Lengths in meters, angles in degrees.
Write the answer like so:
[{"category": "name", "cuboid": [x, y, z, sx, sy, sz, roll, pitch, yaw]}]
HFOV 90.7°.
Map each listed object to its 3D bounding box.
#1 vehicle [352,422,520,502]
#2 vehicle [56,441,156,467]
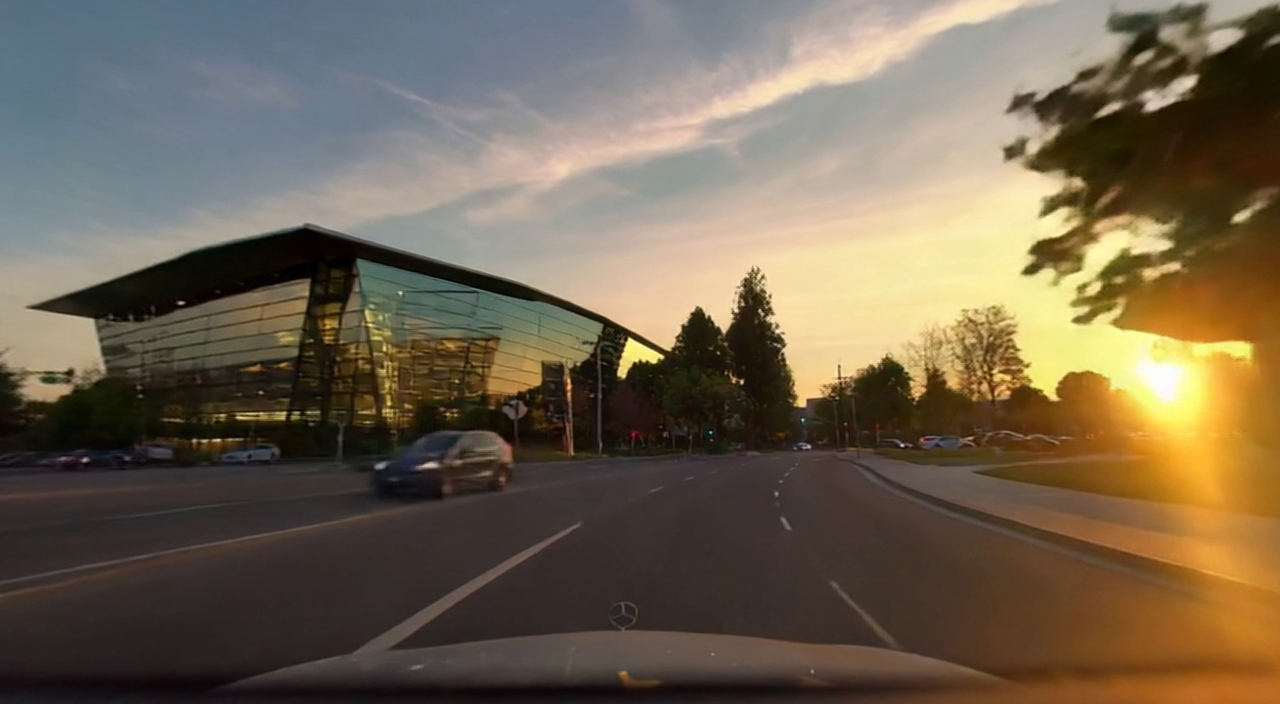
[{"category": "vehicle", "cuboid": [-4.882, 2.733, 16.043, 2.117, 1.683, 4.565, -2, -9, 10]}, {"category": "vehicle", "cuboid": [-39.267, 7.520, 46.735, 1.981, 1.755, 5.271, -1, -9, 15]}]
